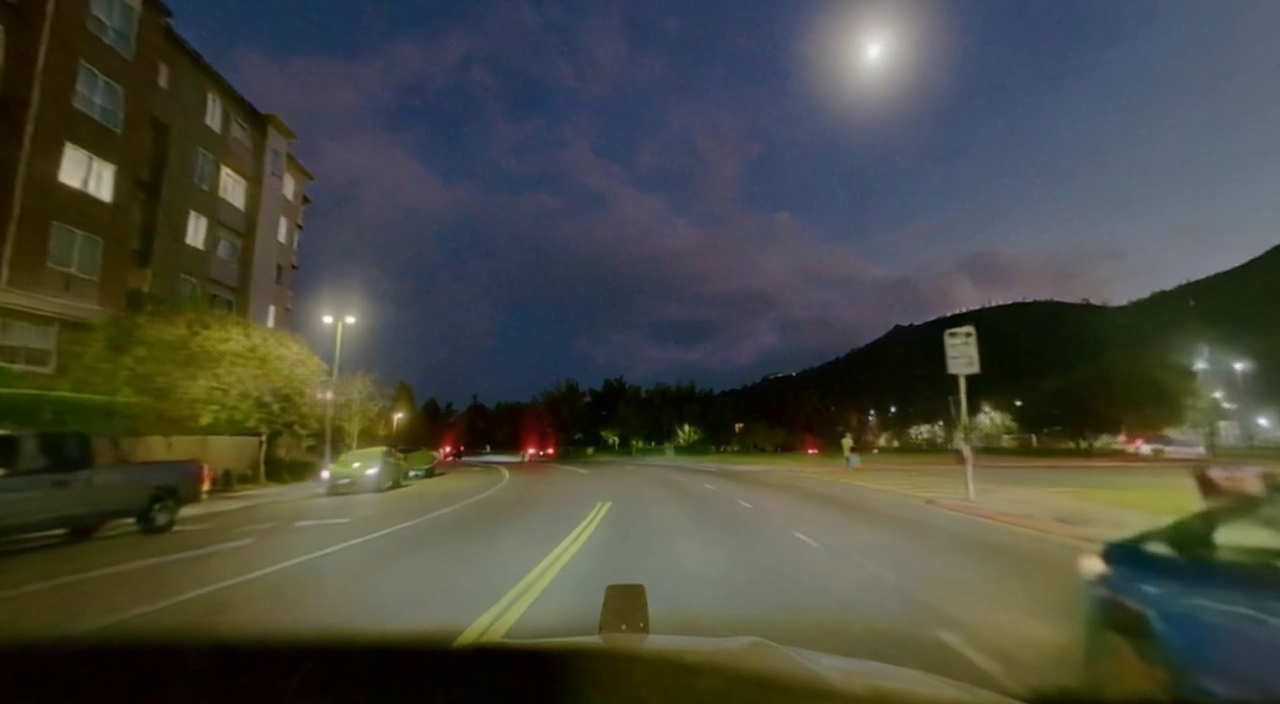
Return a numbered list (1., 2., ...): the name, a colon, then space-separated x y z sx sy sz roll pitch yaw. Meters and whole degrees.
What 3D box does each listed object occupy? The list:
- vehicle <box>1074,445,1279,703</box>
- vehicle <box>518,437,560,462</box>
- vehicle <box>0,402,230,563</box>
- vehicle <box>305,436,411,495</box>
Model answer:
1. vehicle: 3.101 1.042 2.173 1.559 1.351 2.452 2 -10 5
2. vehicle: -7.762 7.412 48.230 2.000 1.809 4.405 4 -9 -24
3. vehicle: -8.510 1.811 8.694 2.347 1.846 4.915 -5 -9 2
4. vehicle: -8.966 3.606 20.484 1.994 1.697 4.436 2 -8 -9
